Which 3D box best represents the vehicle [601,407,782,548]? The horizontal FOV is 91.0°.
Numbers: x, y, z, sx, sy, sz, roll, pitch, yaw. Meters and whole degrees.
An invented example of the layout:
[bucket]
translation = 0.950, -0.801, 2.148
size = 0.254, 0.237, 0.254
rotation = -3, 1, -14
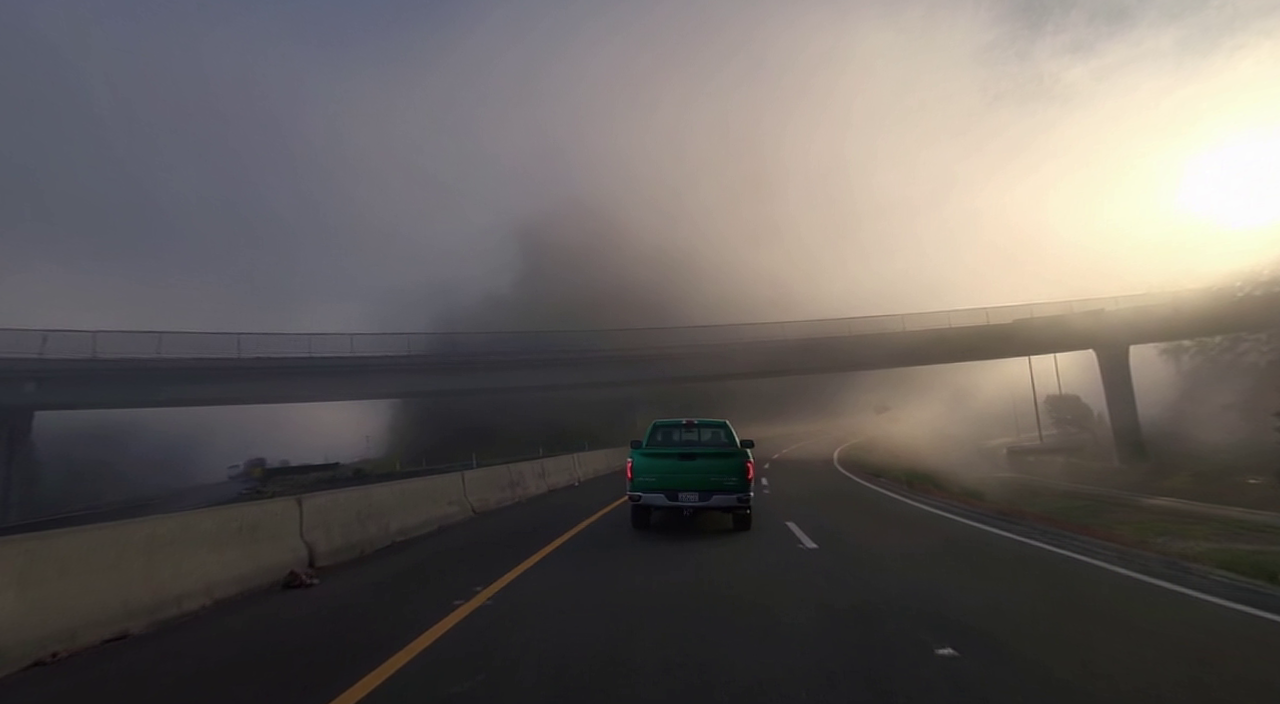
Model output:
[vehicle]
translation = 0.829, 1.887, 10.117
size = 2.235, 1.716, 4.435
rotation = -1, -8, 5
